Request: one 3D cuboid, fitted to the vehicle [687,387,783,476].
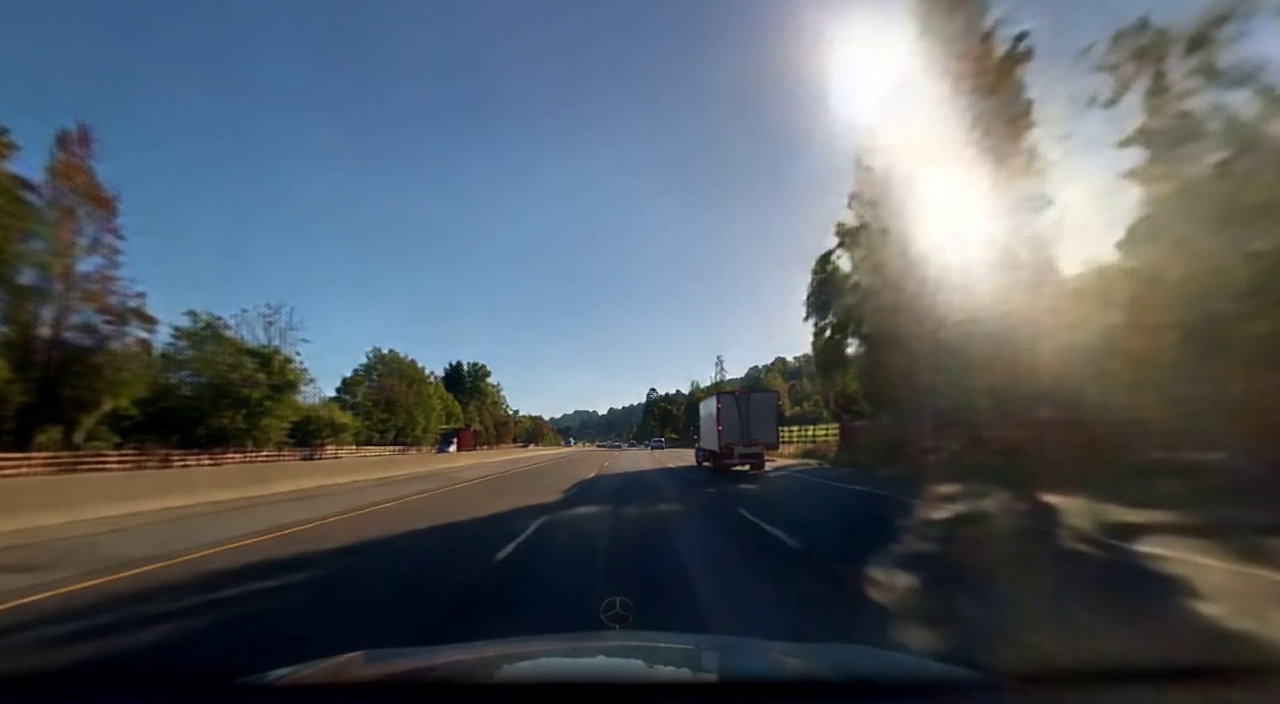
[{"bbox_3d":[3.907,3.556,27.879,2.766,3.349,7.796,0,-8,-2],"label":"vehicle"}]
